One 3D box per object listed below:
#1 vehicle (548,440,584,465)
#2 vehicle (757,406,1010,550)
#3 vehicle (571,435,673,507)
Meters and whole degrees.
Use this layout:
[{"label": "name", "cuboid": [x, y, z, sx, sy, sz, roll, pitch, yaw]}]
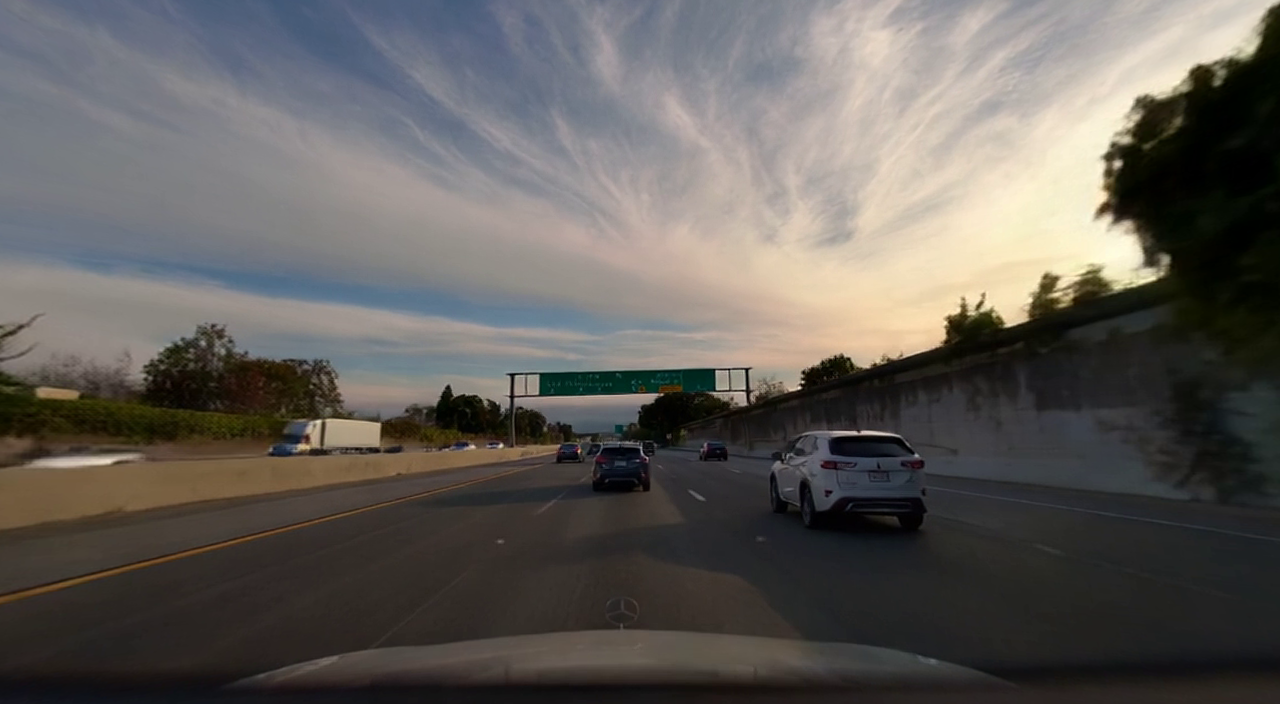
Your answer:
[{"label": "vehicle", "cuboid": [-5.405, 7.455, 46.966, 2.218, 1.776, 5.031, 0, -8, -2]}, {"label": "vehicle", "cuboid": [3.540, 1.948, 10.436, 2.162, 1.800, 4.693, 0, -8, -2]}, {"label": "vehicle", "cuboid": [-0.421, 2.750, 15.062, 2.098, 1.475, 3.997, 0, -8, -2]}]
